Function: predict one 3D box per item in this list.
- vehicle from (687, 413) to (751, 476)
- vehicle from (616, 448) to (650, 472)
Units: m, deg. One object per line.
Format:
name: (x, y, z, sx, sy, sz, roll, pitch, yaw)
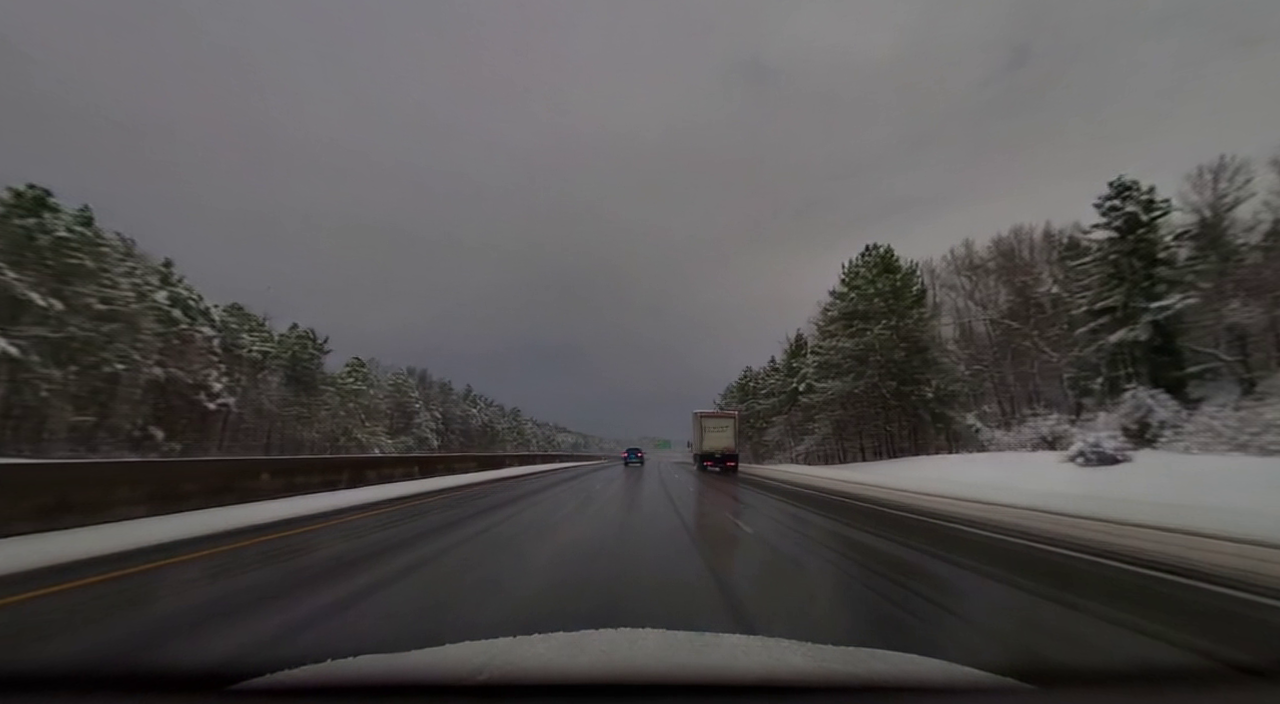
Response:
vehicle: (4.791, 5.901, 40.044, 2.960, 3.547, 8.560, 0, -9, 0)
vehicle: (-0.456, 8.067, 47.315, 2.297, 1.683, 4.385, 0, -9, 2)
